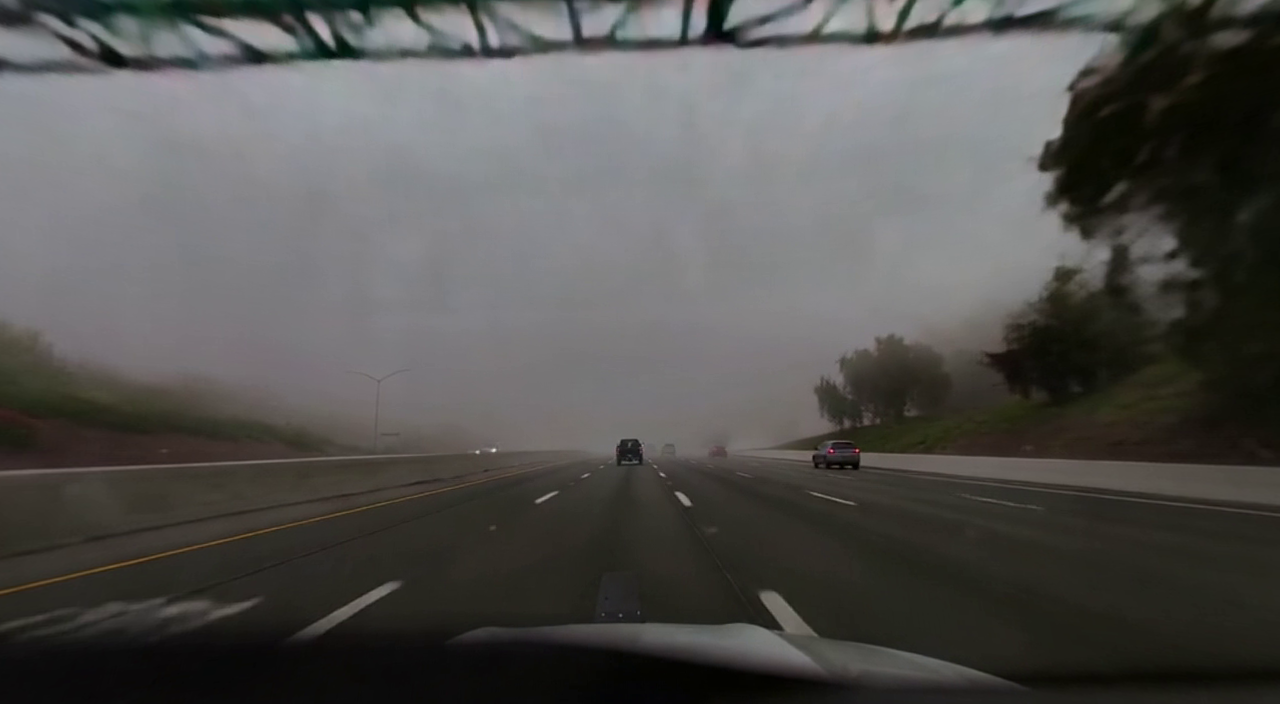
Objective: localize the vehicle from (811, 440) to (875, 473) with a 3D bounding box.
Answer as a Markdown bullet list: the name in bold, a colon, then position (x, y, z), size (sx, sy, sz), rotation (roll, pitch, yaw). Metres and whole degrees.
- **vehicle**: position (11.083, 5.725, 34.844), size (1.912, 1.673, 4.438), rotation (0, -8, -1)

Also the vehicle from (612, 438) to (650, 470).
- **vehicle**: position (-0.590, 6.024, 37.491), size (2.121, 1.739, 4.087), rotation (0, -8, -2)
